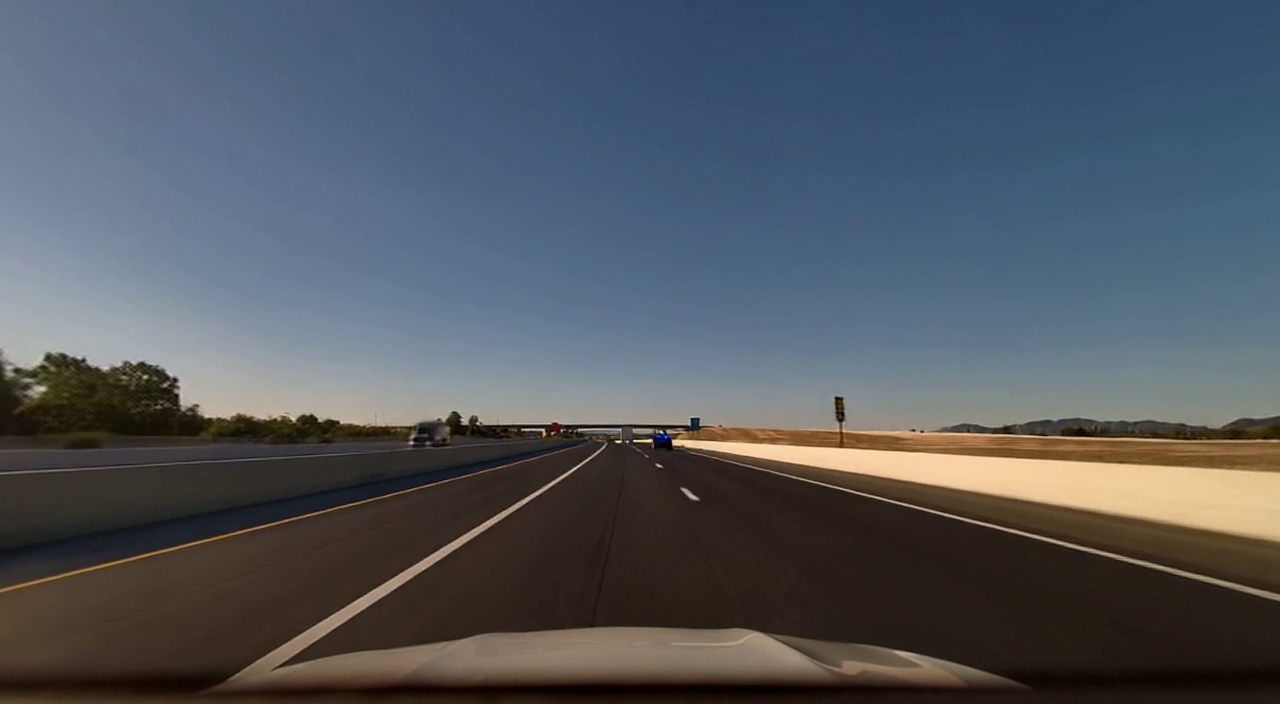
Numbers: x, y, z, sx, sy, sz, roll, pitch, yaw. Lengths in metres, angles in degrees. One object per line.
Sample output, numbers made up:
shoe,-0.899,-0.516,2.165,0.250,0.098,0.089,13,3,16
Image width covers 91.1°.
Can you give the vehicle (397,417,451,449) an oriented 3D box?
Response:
vehicle,-16.985,6.452,49.844,2.282,2.406,5.880,0,-8,-1
